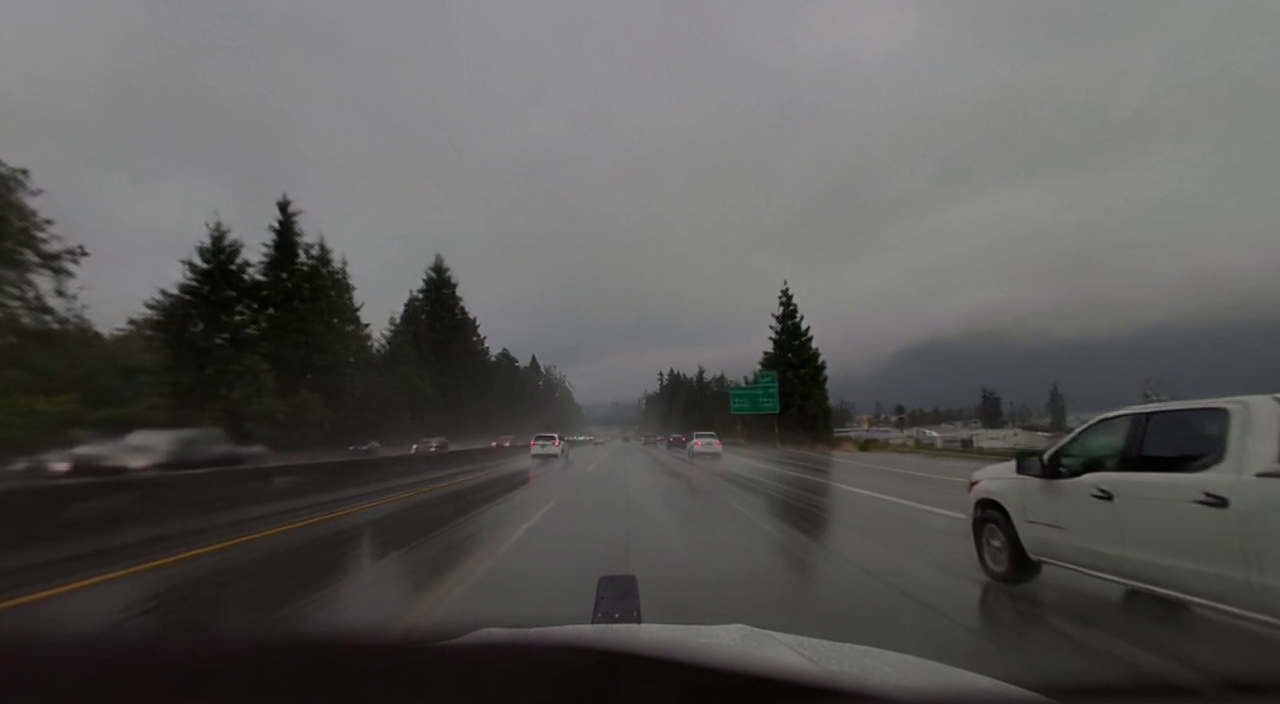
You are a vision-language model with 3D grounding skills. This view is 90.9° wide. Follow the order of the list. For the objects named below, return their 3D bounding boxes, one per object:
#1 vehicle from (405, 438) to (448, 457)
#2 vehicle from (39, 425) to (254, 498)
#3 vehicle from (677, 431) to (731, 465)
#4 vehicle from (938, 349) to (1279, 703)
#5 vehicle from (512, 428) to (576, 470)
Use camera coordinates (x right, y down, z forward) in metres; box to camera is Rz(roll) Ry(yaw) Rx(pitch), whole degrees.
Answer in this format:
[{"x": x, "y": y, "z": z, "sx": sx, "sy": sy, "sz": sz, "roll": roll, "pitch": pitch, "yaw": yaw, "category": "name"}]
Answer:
[{"x": -16.722, "y": 7.459, "z": 49.521, "sx": 1.863, "sy": 1.450, "sz": 4.406, "roll": 0, "pitch": -8, "yaw": -1, "category": "vehicle"}, {"x": -12.111, "y": 2.690, "z": 15.978, "sx": 1.906, "sy": 1.562, "sz": 4.429, "roll": 0, "pitch": -8, "yaw": -1, "category": "vehicle"}, {"x": 2.917, "y": 4.510, "z": 29.729, "sx": 1.990, "sy": 1.480, "sz": 3.865, "roll": 1, "pitch": -8, "yaw": -2, "category": "vehicle"}, {"x": 3.588, "y": 0.875, "z": 2.999, "sx": 1.949, "sy": 1.639, "sz": 4.748, "roll": 0, "pitch": -8, "yaw": -1, "category": "vehicle"}, {"x": -3.960, "y": 4.084, "z": 26.792, "sx": 2.011, "sy": 1.614, "sz": 4.808, "roll": 0, "pitch": -8, "yaw": 0, "category": "vehicle"}]
